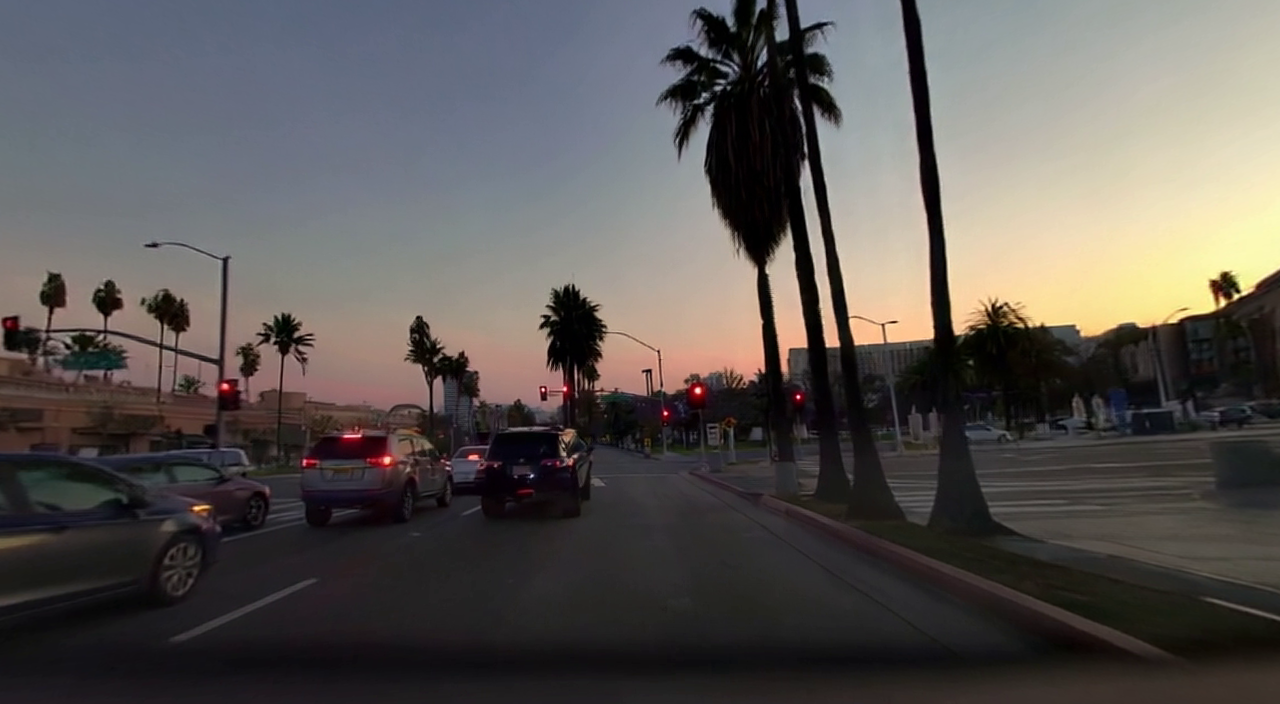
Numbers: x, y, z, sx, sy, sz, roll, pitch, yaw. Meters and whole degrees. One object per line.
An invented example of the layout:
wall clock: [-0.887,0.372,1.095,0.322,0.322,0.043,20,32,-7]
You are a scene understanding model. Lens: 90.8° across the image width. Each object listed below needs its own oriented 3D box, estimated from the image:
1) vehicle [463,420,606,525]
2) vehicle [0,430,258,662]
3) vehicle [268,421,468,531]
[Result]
vehicle: [-1.908,2.371,12.910,2.153,1.759,4.320,0,-9,0]
vehicle: [-5.330,1.407,4.799,1.885,1.567,4.775,0,-9,0]
vehicle: [-5.338,2.505,13.307,2.025,1.862,4.804,0,-9,1]
